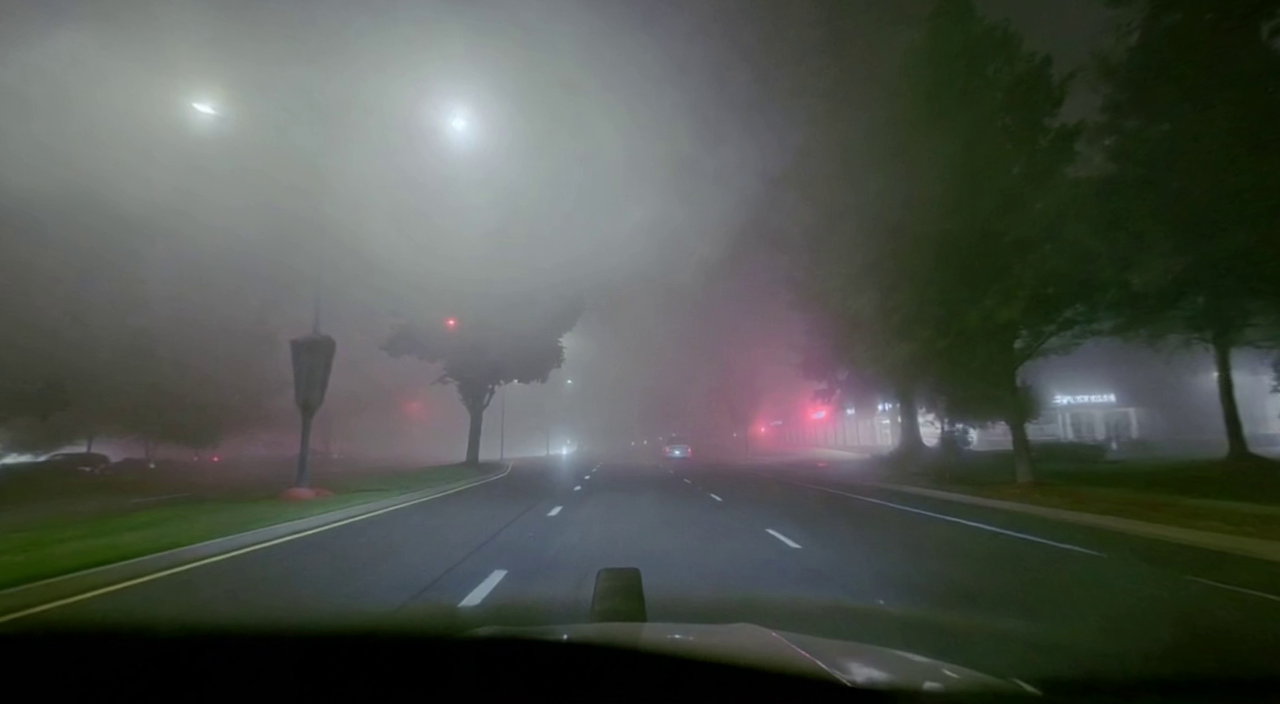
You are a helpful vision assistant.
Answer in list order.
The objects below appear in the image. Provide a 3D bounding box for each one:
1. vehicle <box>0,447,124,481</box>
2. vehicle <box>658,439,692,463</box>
[{"bbox_3d":[-40.280,7.812,43.955,6.106,2.040,2.476,-2,-8,-2],"label":"vehicle"},{"bbox_3d":[2.475,7.107,45.331,2.020,1.681,4.248,0,-8,-2],"label":"vehicle"}]
